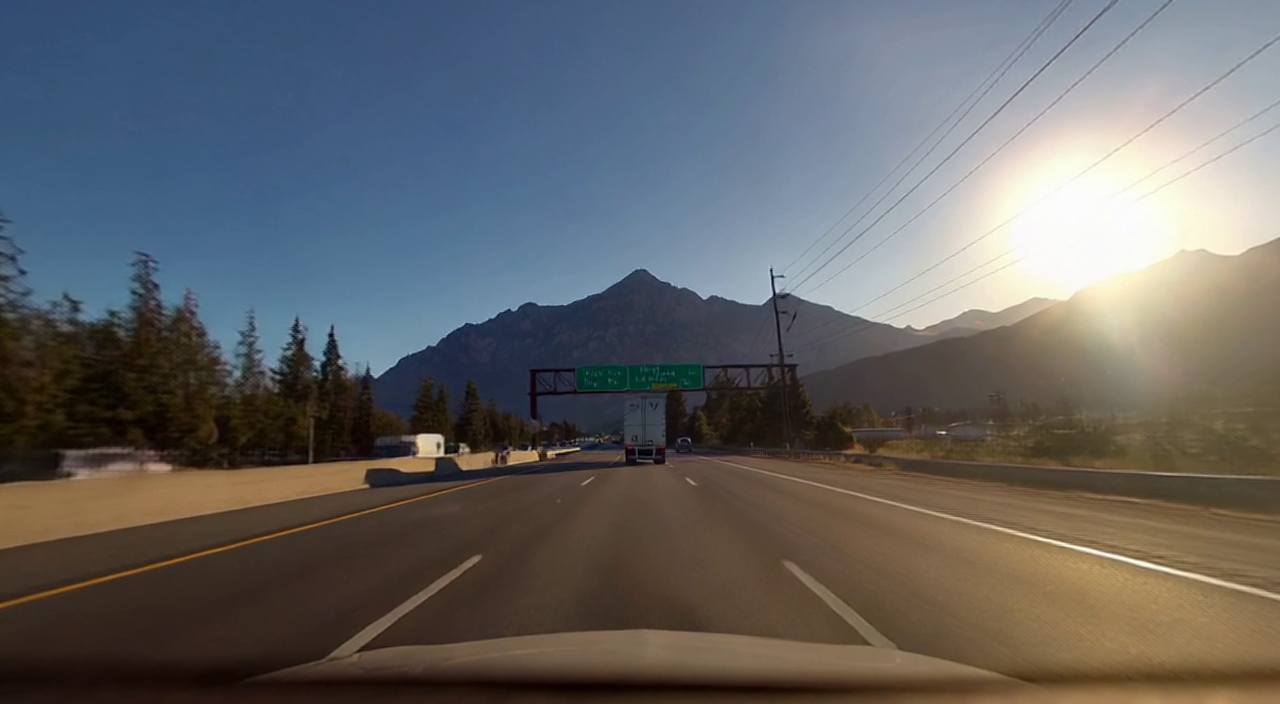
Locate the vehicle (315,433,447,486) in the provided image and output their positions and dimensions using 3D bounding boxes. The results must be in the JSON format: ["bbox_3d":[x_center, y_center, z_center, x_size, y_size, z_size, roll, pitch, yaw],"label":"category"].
[{"bbox_3d":[-11.459,4.866,29.114,2.034,2.006,9.585,0,-8,0],"label":"vehicle"}]

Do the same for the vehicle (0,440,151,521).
[{"bbox_3d":[-16.143,3.231,16.194,2.118,1.889,6.262,0,-8,0],"label":"vehicle"}]

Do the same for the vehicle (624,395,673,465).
[{"bbox_3d":[0.431,5.426,42.898,2.919,4.101,11.541,0,-8,-1],"label":"vehicle"}]
